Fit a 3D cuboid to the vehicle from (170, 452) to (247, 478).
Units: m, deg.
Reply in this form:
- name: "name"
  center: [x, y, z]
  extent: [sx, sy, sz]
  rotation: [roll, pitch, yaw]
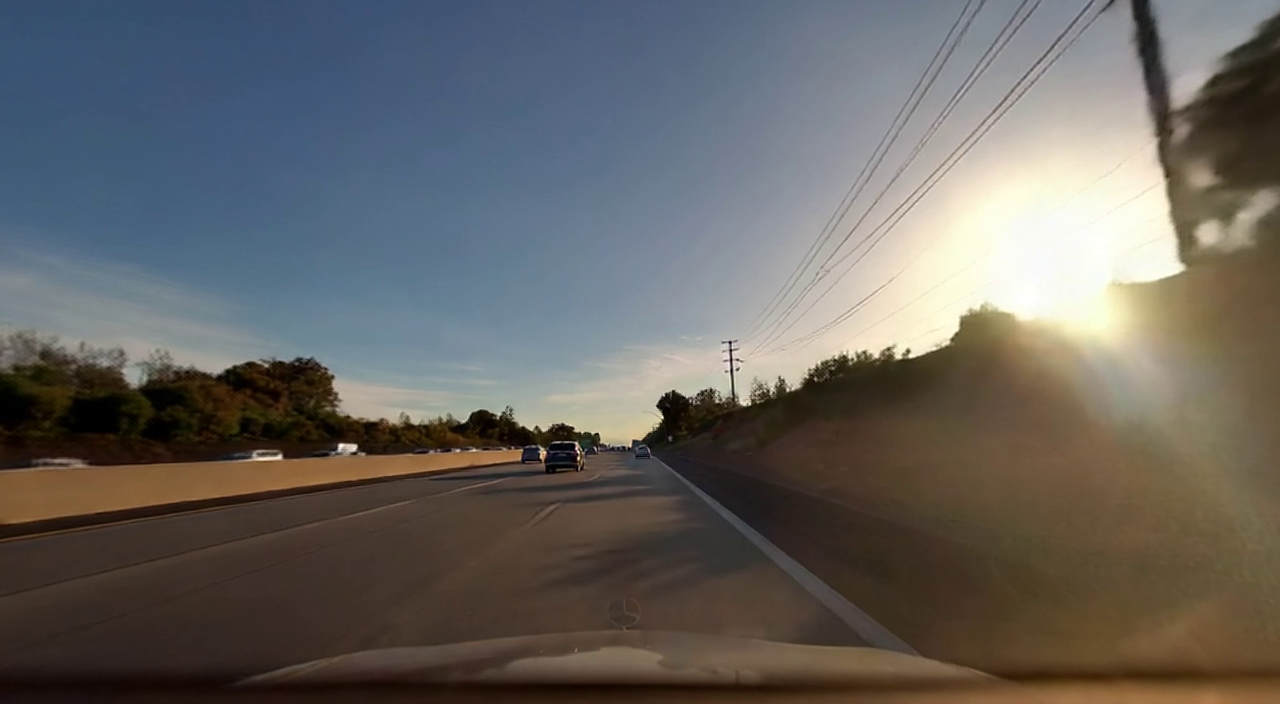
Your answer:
- name: "vehicle"
  center: [-28.495, 7.462, 41.771]
  extent: [1.886, 1.594, 4.530]
  rotation: [0, -9, 0]

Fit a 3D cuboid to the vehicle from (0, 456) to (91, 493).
- name: "vehicle"
  center: [-28.620, 5.642, 29.347]
  extent: [1.901, 1.511, 4.551]
  rotation: [0, -9, 0]

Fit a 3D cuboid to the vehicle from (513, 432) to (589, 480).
- name: "vehicle"
  center: [-3.828, 4.625, 28.196]
  extent: [2.577, 1.939, 5.408]
  rotation: [0, -9, 1]

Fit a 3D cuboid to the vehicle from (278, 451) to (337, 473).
- name: "vehicle"
  center: [-24.458, 8.103, 46.514]
  extent: [1.841, 1.514, 4.484]
  rotation: [0, -9, 0]
